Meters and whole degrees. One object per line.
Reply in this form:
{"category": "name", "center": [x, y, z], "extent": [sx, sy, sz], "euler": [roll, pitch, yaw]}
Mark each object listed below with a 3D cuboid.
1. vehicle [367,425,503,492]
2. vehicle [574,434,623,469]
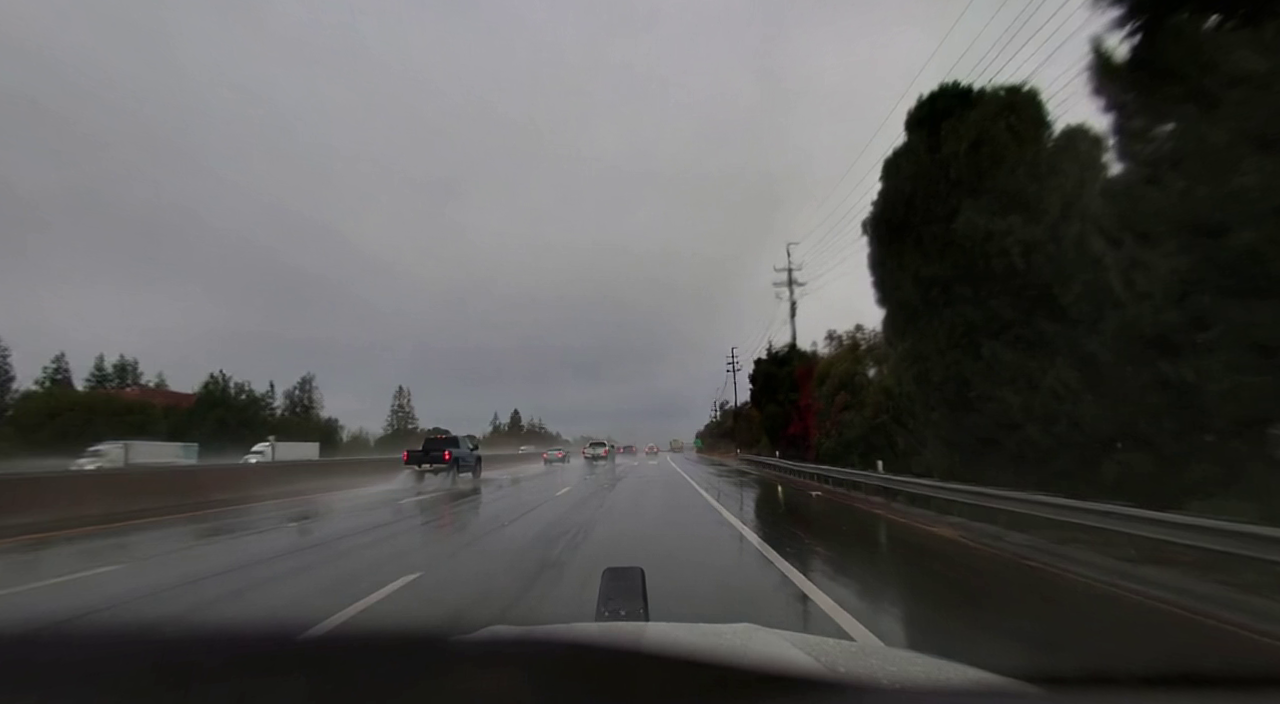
{"category": "vehicle", "center": [-6.817, 3.655, 22.090], "extent": [2.460, 1.992, 6.474], "euler": [0, -8, 1]}
{"category": "vehicle", "center": [-2.502, 6.225, 39.563], "extent": [2.448, 2.025, 5.193], "euler": [-1, -8, 3]}
